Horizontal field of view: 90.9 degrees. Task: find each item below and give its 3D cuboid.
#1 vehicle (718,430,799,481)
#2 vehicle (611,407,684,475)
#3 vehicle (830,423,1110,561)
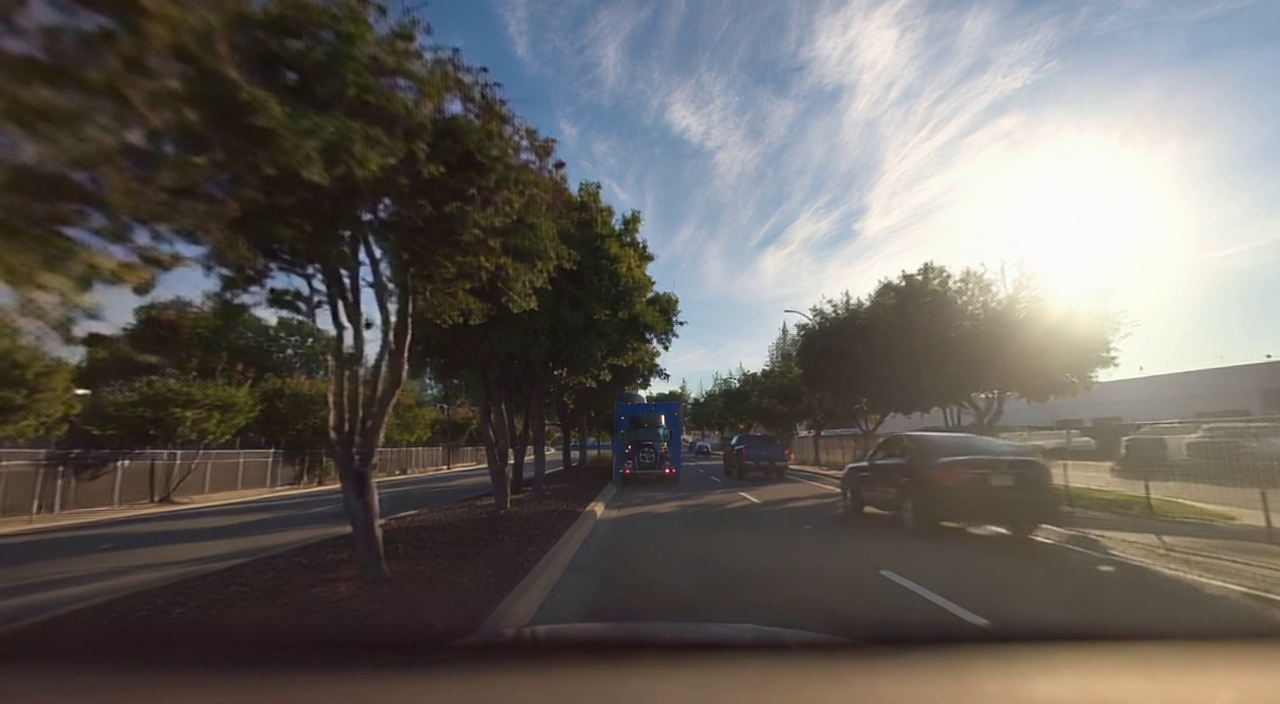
[{"bbox_3d":[4.675,4.170,25.734,2.375,1.857,5.100,0,-8,0],"label":"vehicle"},{"bbox_3d":[0.437,4.467,31.515,3.197,2.963,7.055,0,-8,2],"label":"vehicle"},{"bbox_3d":[4.579,1.976,9.672,2.001,1.621,4.208,0,-8,0],"label":"vehicle"}]
